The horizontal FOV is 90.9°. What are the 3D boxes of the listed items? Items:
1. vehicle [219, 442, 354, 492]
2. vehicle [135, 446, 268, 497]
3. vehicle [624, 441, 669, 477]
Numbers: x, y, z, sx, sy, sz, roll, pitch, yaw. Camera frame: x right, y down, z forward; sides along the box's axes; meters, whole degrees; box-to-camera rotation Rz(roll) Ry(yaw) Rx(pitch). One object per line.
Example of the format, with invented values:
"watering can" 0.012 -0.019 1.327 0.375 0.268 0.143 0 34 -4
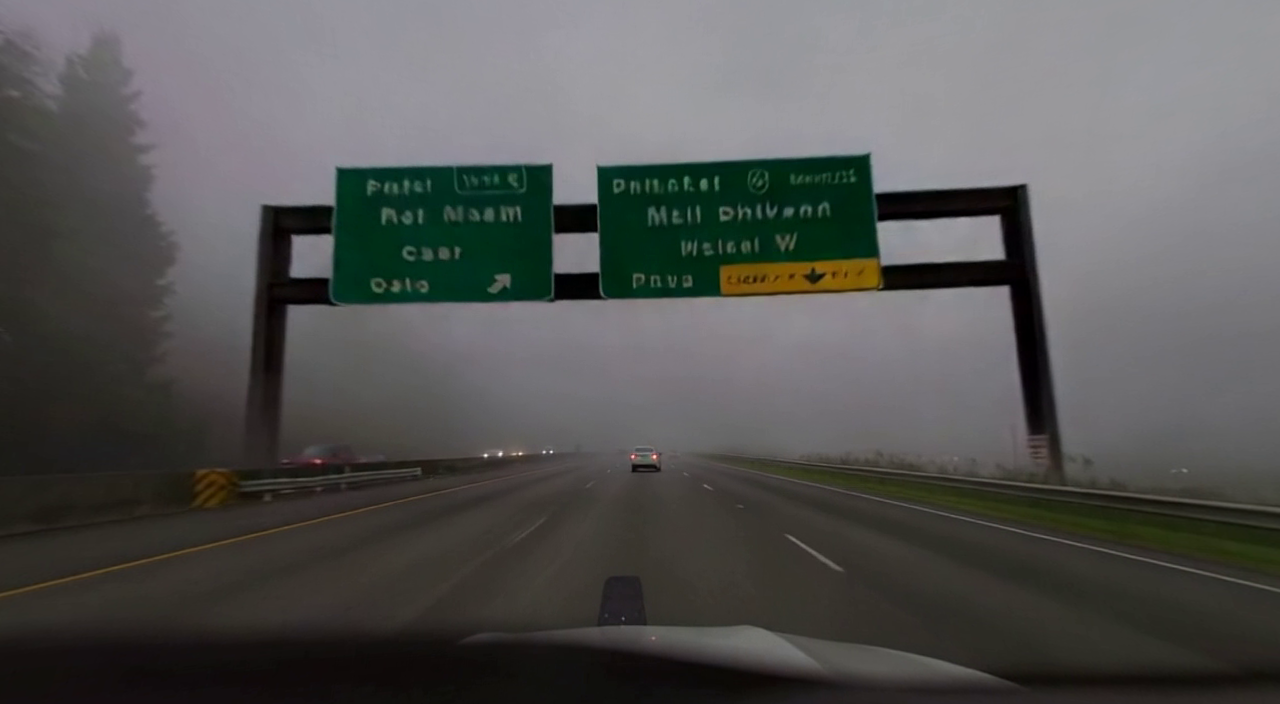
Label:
"vehicle" -11.907 3.886 21.647 1.969 1.539 4.538 0 -9 0
"vehicle" -16.746 4.553 24.369 1.951 1.749 4.298 0 -9 1
"vehicle" 0.370 5.000 29.658 1.936 1.545 4.116 -1 -9 3
